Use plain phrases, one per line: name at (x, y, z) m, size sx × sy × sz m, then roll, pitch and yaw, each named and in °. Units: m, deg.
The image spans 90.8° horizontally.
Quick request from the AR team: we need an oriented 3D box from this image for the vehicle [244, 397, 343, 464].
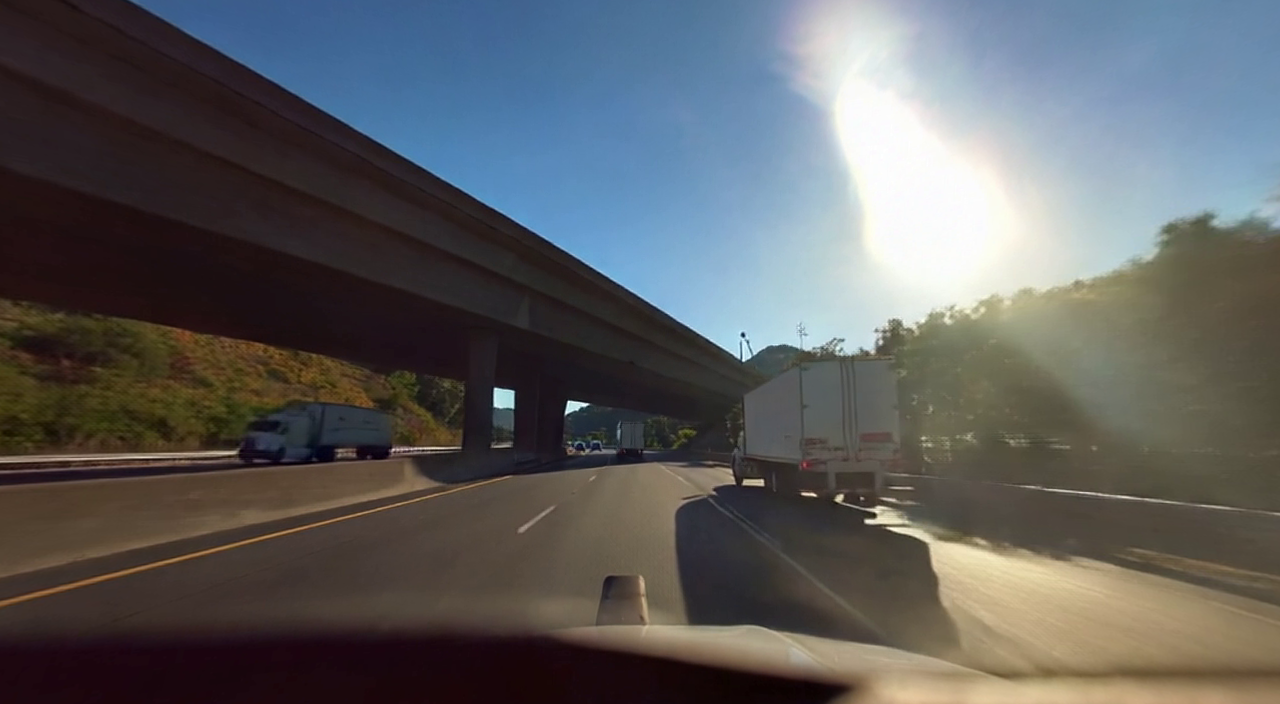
vehicle at (-21.732, 5.074, 39.988) m, size 2.984 × 3.924 × 5.928 m, roll 0°, pitch -9°, yaw -3°
